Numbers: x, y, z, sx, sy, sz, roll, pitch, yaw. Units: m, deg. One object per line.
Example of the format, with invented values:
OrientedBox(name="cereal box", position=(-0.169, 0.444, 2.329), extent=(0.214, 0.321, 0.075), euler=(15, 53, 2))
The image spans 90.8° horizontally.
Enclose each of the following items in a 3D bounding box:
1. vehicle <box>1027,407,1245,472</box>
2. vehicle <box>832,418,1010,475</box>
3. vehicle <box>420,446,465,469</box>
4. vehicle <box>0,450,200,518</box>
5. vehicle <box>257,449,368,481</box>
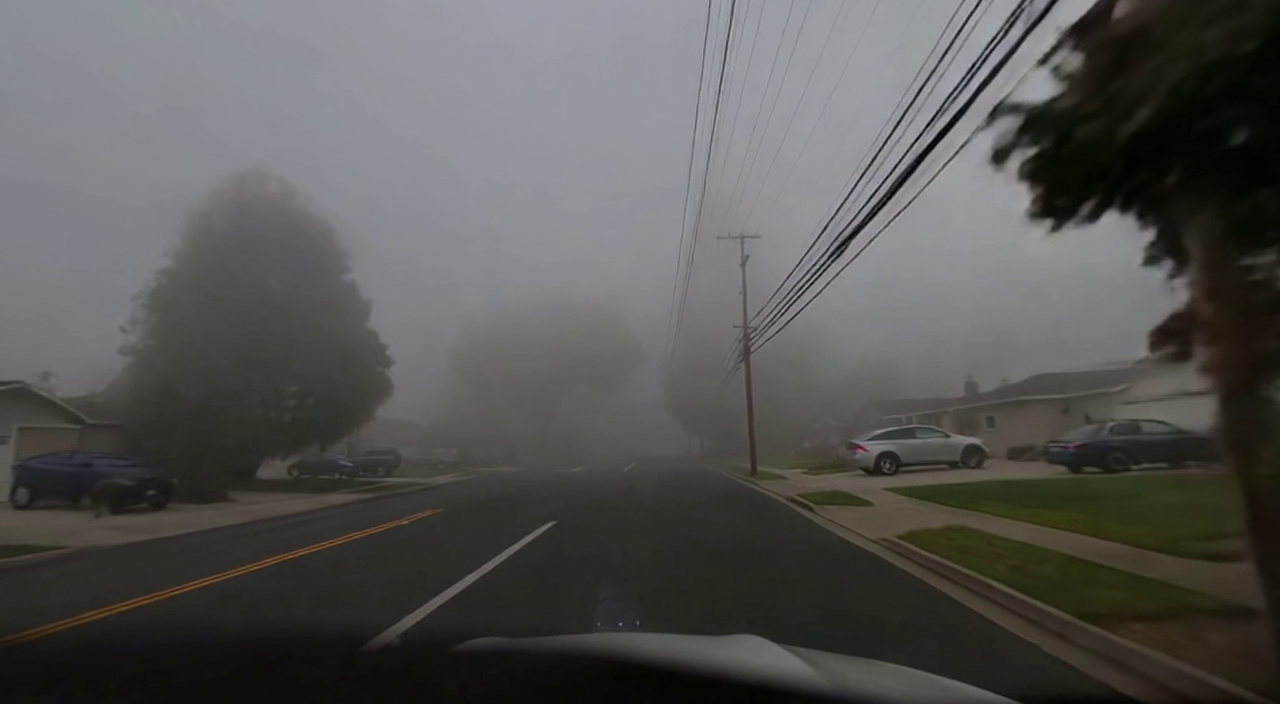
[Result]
OrientedBox(name="vehicle", position=(13.000, 2.332, 16.795), extent=(4.122, 1.610, 1.888), euler=(0, -8, 2))
OrientedBox(name="vehicle", position=(9.299, 3.152, 21.225), extent=(4.952, 1.775, 2.089), euler=(0, -8, -1))
OrientedBox(name="vehicle", position=(-14.996, 8.024, 48.203), extent=(1.816, 1.614, 4.866), euler=(0, -8, 1))
OrientedBox(name="vehicle", position=(-14.259, 3.368, 16.417), extent=(4.260, 1.588, 1.927), euler=(-1, -8, 5))
OrientedBox(name="vehicle", position=(-16.460, 5.685, 31.923), extent=(4.519, 1.508, 2.018), euler=(0, -8, 3))
